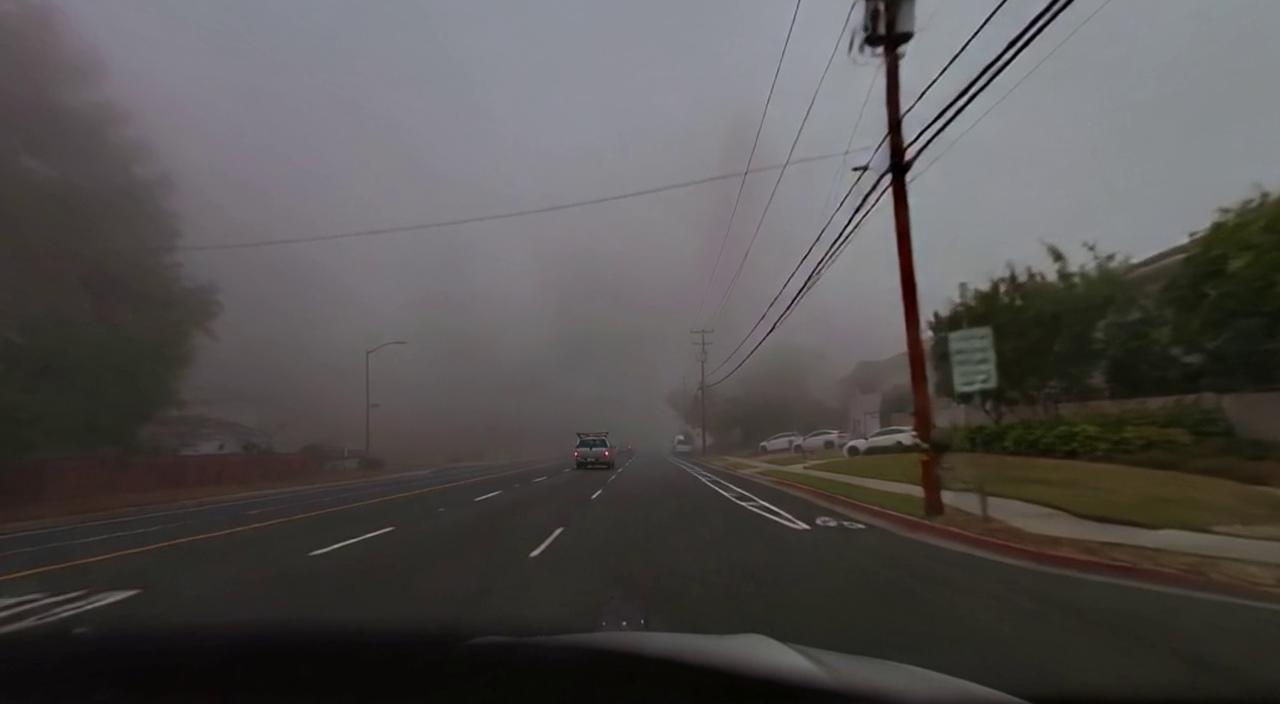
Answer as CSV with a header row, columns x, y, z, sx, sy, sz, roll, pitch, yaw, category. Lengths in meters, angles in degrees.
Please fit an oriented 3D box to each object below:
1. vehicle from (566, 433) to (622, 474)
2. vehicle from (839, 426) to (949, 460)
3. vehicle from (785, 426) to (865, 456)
x,y,z,sx,sy,sz,roll,pitch,yaw,category
-2.217,5.125,31.980,2.327,1.861,4.941,0,-9,2,vehicle
12.028,4.394,30.149,2.212,1.404,4.283,3,-10,-33,vehicle
12.524,6.072,42.919,4.719,1.553,1.889,-5,-8,0,vehicle
